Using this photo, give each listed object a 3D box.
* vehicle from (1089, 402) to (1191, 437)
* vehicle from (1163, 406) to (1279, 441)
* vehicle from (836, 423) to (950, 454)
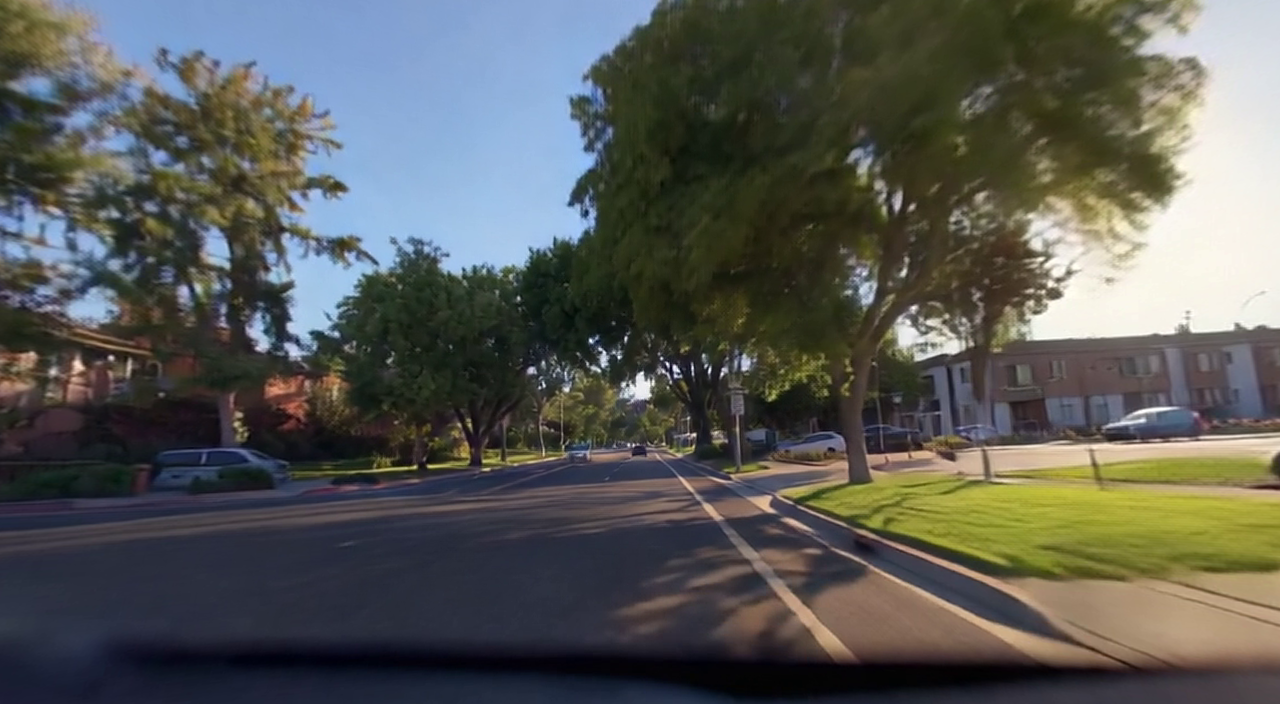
[{"bbox_3d":[27.282,3.784,34.636,1.850,1.706,4.610,0,-8,0],"label":"vehicle"},{"bbox_3d":[27.228,3.407,29.436,1.911,1.461,4.284,0,-8,0],"label":"vehicle"},{"bbox_3d":[12.799,4.417,32.144,4.955,1.489,2.002,0,-8,1],"label":"vehicle"}]
